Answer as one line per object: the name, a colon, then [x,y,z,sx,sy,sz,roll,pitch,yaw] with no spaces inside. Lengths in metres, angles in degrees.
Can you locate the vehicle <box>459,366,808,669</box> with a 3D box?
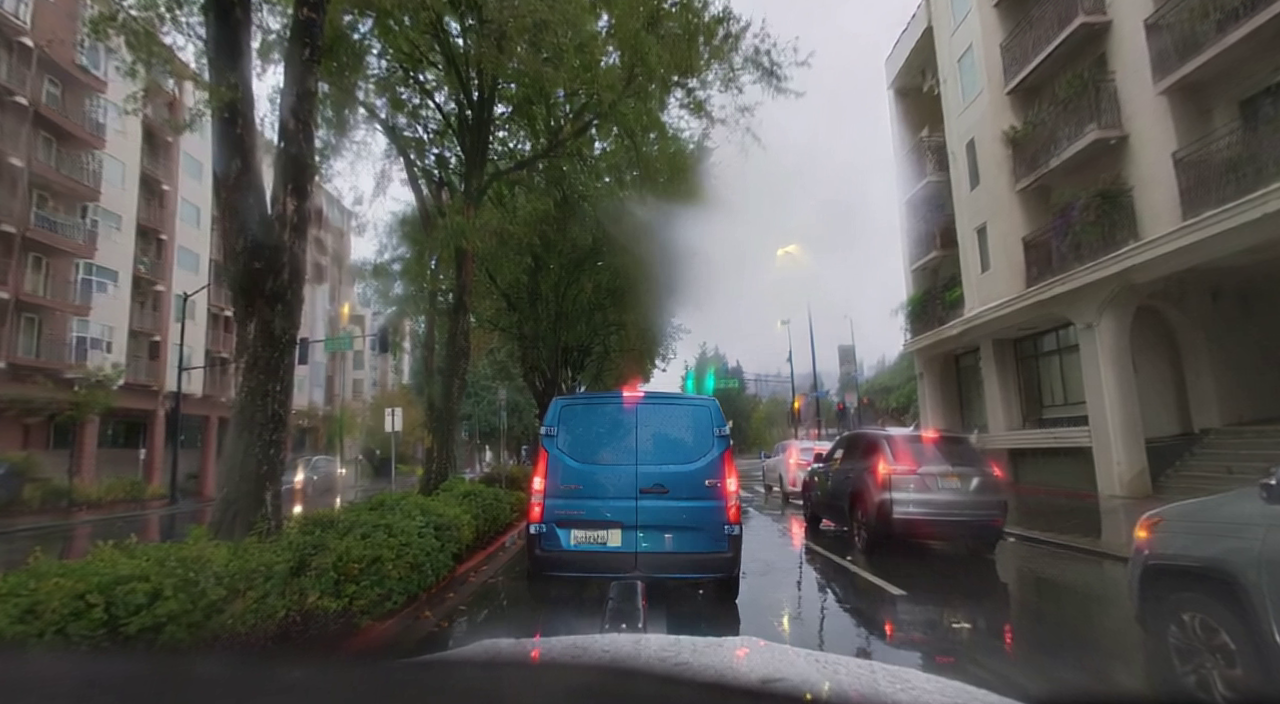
vehicle: [-0.030,1.323,6.044,2.101,1.828,4.270,0,-9,0]

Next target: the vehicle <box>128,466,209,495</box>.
vehicle: [-33.253,9.065,44.532,4.292,1.492,1.772,-6,-14,-1]

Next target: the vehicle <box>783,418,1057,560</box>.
vehicle: [3.925,2.005,10.021,2.061,1.676,4.734,0,-9,-2]

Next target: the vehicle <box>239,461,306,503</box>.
vehicle: [-15.403,5.409,26.648,1.852,1.485,4.428,3,-9,-23]

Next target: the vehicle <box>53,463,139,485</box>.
vehicle: [-38.458,8.630,44.638,4.396,1.458,1.809,-1,-9,2]

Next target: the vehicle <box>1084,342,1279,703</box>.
vehicle: [3.810,0.693,1.742,2.157,1.748,4.130,0,-9,1]

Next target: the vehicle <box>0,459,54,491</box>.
vehicle: [-35.472,6.851,35.146,3.843,1.680,1.782,-1,-9,4]
